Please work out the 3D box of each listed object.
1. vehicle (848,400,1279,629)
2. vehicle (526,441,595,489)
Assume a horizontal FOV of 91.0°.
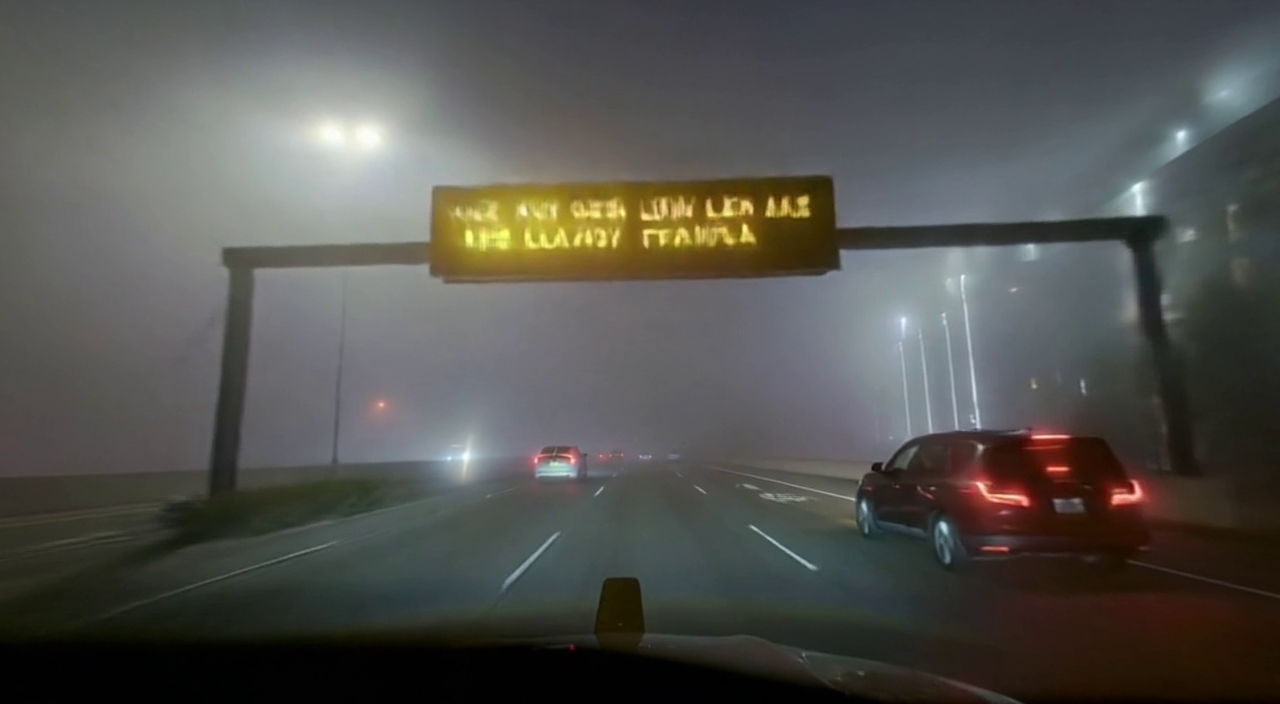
[{"bbox_3d":[4.282,1.596,7.211,2.170,1.733,4.631,0,-9,0],"label":"vehicle"},{"bbox_3d":[-3.095,4.533,25.558,2.075,1.721,4.763,0,-9,1],"label":"vehicle"}]
